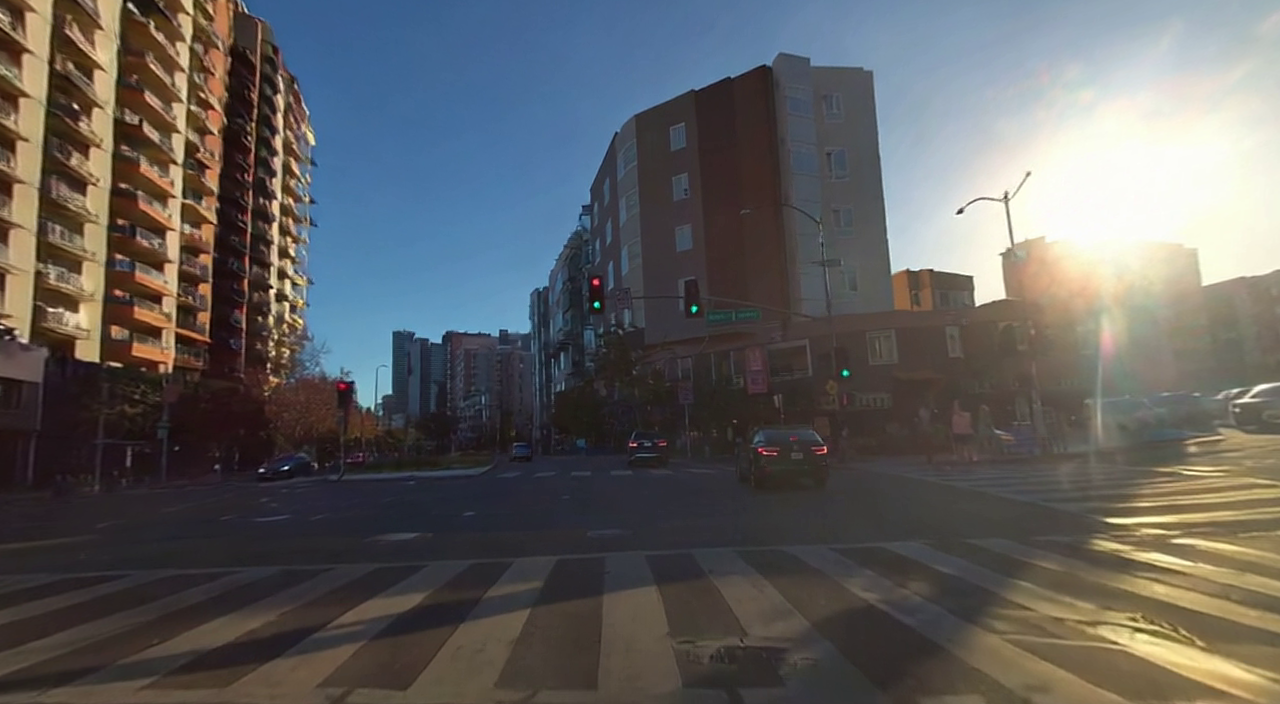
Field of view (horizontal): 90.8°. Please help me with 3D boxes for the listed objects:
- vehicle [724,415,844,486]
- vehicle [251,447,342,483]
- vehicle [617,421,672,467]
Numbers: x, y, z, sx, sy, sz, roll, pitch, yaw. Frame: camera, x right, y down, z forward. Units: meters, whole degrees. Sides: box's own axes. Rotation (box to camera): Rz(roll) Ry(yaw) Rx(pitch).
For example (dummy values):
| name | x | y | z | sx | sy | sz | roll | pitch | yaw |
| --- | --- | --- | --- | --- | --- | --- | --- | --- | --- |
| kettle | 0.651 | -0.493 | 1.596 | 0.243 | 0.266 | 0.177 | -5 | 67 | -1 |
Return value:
| name | x | y | z | sx | sy | sz | roll | pitch | yaw |
| --- | --- | --- | --- | --- | --- | --- | --- | --- | --- |
| vehicle | 3.476 | 2.510 | 16.210 | 1.987 | 1.538 | 4.510 | 0 | -8 | 0 |
| vehicle | -17.236 | 5.660 | 32.004 | 2.011 | 1.630 | 4.541 | 0 | -8 | 1 |
| vehicle | 0.199 | 3.926 | 26.954 | 2.168 | 1.776 | 4.135 | 0 | -9 | 1 |
